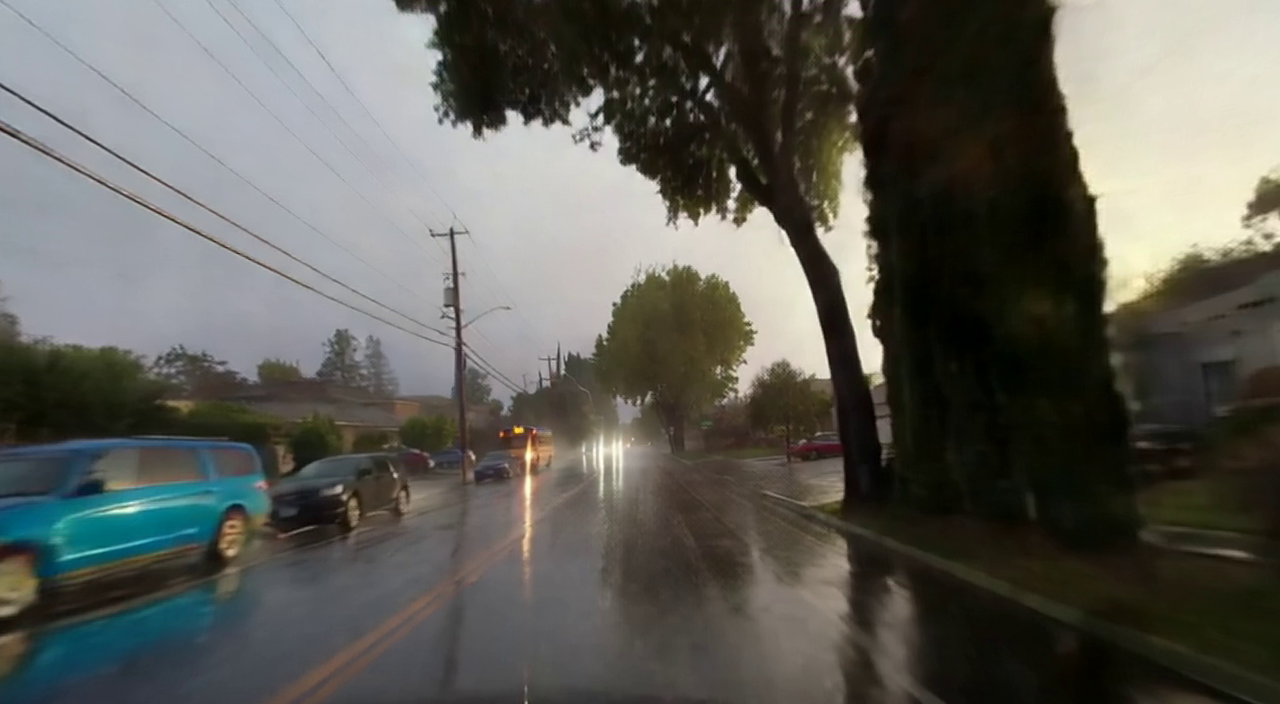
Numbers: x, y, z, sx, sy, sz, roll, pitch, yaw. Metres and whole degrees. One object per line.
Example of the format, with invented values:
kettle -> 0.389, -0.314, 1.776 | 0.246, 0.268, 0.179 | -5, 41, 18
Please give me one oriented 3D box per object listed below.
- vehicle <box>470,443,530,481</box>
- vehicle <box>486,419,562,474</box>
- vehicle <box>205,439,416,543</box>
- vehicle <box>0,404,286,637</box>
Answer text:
vehicle -> -6.769, 5.338, 30.996 | 2.023, 1.721, 4.418 | 0, -9, -2
vehicle -> -6.637, 5.570, 37.295 | 2.835, 2.876, 7.091 | -1, -8, 2
vehicle -> -6.629, 2.794, 13.479 | 2.002, 1.790, 4.624 | 0, -9, 0
vehicle -> -6.581, 1.764, 7.015 | 2.284, 1.939, 5.502 | -5, -9, -1
